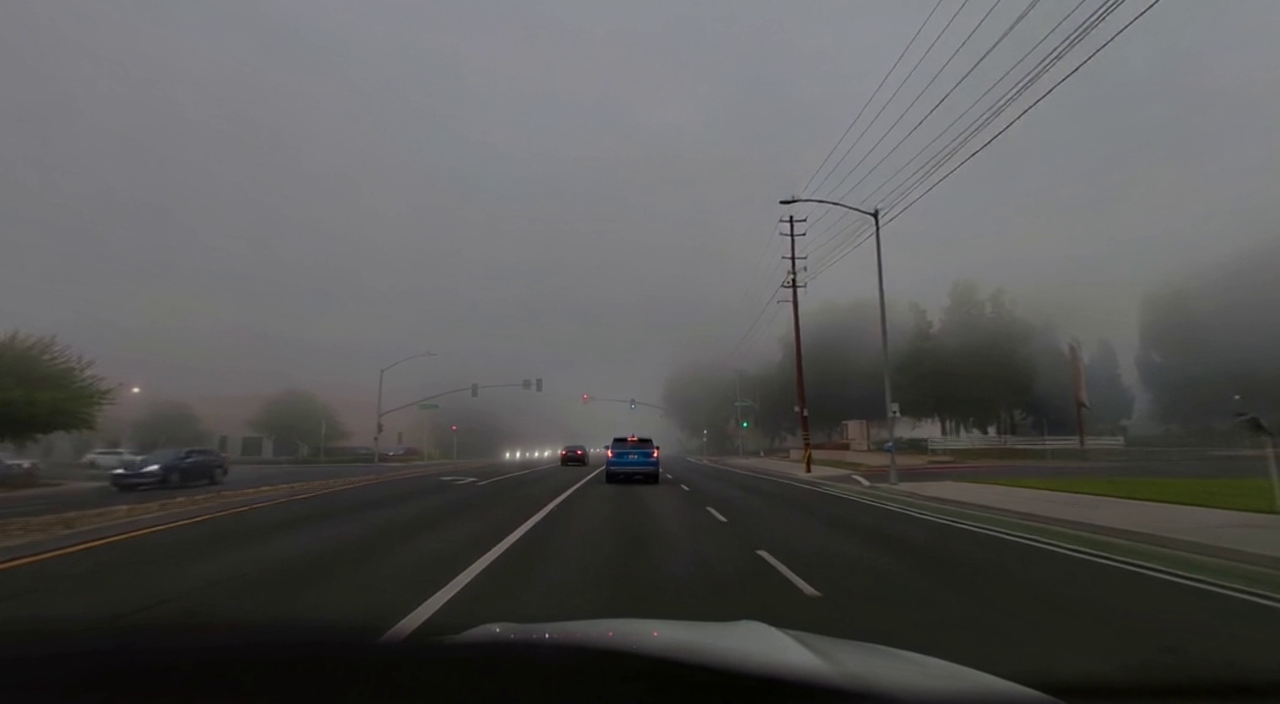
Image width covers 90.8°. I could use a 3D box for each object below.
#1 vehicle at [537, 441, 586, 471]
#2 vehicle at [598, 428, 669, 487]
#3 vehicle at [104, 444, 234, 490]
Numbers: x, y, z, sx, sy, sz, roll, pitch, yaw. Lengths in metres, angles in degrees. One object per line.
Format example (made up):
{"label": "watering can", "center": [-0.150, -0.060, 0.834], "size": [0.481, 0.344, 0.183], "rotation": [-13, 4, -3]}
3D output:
{"label": "vehicle", "center": [-4.054, 5.458, 33.338], "size": [2.075, 1.474, 4.367], "rotation": [0, -8, -1]}
{"label": "vehicle", "center": [-0.238, 3.556, 21.483], "size": [2.188, 1.782, 3.982], "rotation": [0, -8, -1]}
{"label": "vehicle", "center": [-19.281, 4.683, 26.162], "size": [1.945, 1.700, 4.465], "rotation": [0, -8, 0]}
